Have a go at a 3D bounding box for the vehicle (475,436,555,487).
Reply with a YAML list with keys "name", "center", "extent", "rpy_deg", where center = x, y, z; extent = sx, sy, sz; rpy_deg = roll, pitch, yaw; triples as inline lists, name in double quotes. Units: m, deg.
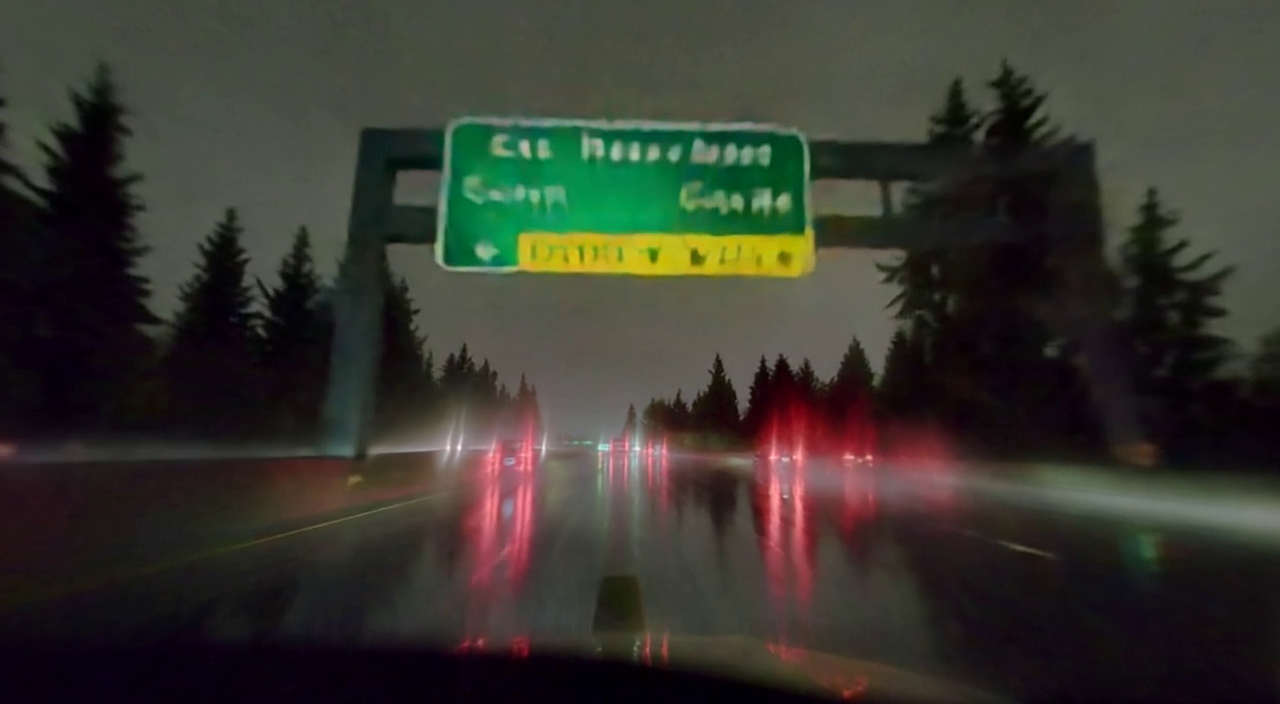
- name: "vehicle"
  center: [-4.294, 3.839, 22.219]
  extent: [2.071, 1.615, 3.868]
  rpy_deg: [0, -9, 0]
